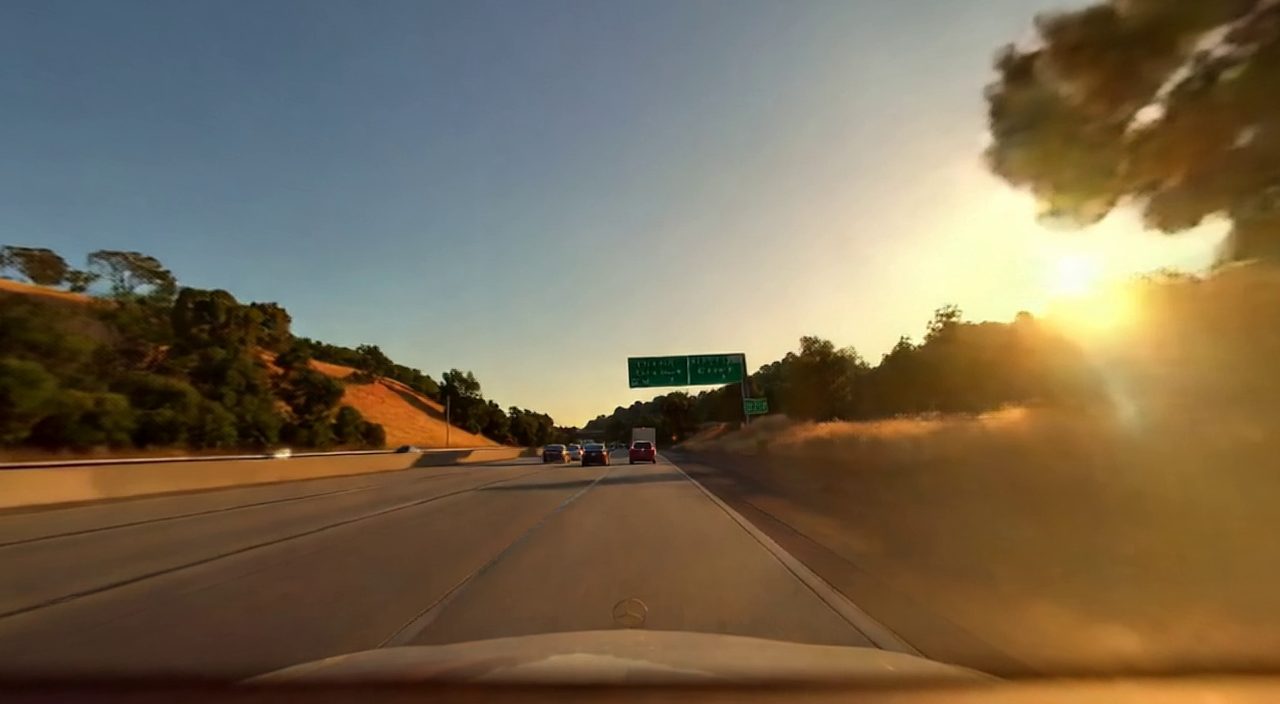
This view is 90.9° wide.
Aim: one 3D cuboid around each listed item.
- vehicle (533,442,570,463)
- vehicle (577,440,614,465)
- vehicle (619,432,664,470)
[{"bbox_3d":[-6.626,7.558,47.633,2.009,1.519,4.697,-1,-8,1],"label":"vehicle"},{"bbox_3d":[-3.024,7.020,44.161,2.139,1.589,5.102,-1,-8,1],"label":"vehicle"},{"bbox_3d":[0.092,5.486,35.166,2.309,1.915,5.130,-1,-8,0],"label":"vehicle"}]
